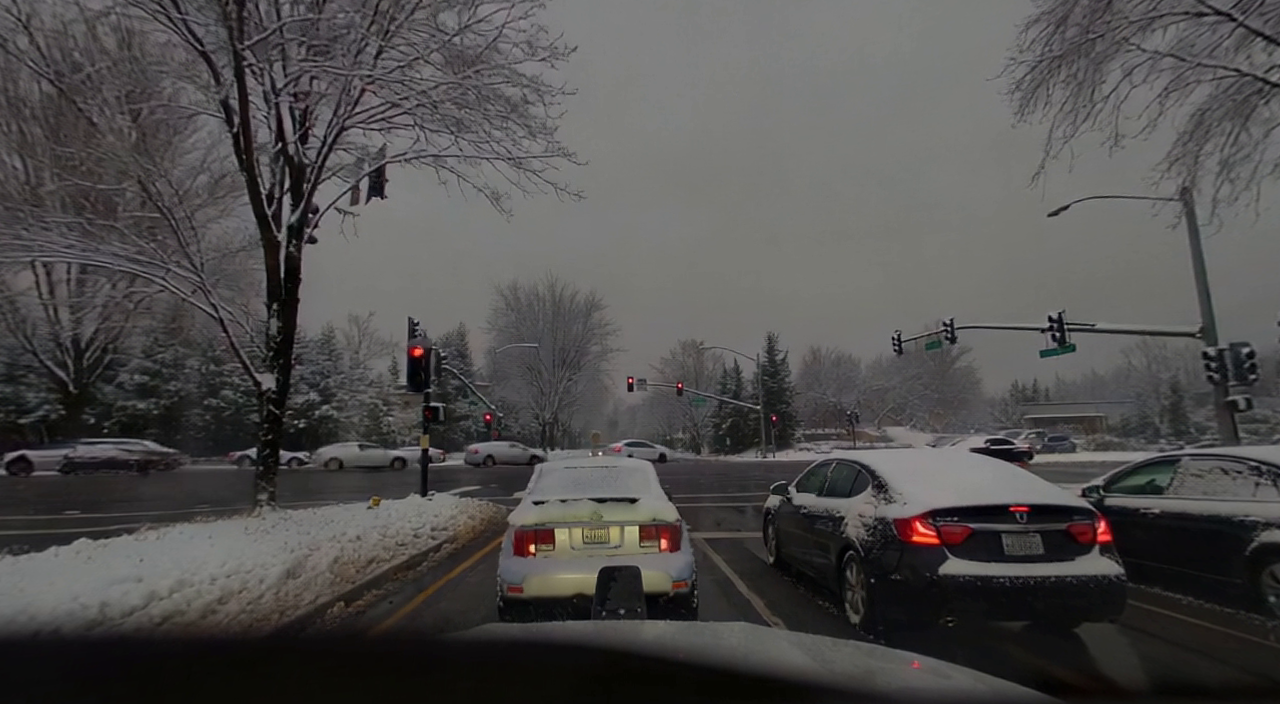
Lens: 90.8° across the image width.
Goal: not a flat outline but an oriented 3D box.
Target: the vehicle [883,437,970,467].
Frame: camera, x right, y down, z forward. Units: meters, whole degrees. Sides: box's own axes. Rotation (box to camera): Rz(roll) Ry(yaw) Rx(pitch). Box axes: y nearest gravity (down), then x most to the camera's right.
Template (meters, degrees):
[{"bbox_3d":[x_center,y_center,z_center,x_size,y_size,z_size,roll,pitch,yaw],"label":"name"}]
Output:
[{"bbox_3d":[15.166,5.314,33.748,1.962,1.468,4.516,2,-9,-11],"label":"vehicle"}]

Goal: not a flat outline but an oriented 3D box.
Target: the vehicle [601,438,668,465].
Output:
[{"bbox_3d":[-0.271,6.149,39.120,1.896,1.544,4.331,-6,-11,37],"label":"vehicle"}]

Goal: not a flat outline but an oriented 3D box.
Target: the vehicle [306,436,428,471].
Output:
[{"bbox_3d":[-12.288,4.578,28.558,4.849,1.476,1.935,4,-9,-26],"label":"vehicle"}]

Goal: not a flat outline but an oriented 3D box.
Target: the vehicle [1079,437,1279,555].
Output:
[{"bbox_3d":[9.273,2.131,9.534,1.993,1.505,4.721,4,-9,0],"label":"vehicle"}]

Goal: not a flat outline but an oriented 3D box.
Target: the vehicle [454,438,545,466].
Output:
[{"bbox_3d":[-8.115,5.817,36.924,1.922,1.485,4.912,-8,-12,43],"label":"vehicle"}]

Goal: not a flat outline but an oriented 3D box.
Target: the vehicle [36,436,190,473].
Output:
[{"bbox_3d":[-22.489,4.389,27.200,4.580,1.472,1.891,3,-9,-18],"label":"vehicle"}]
